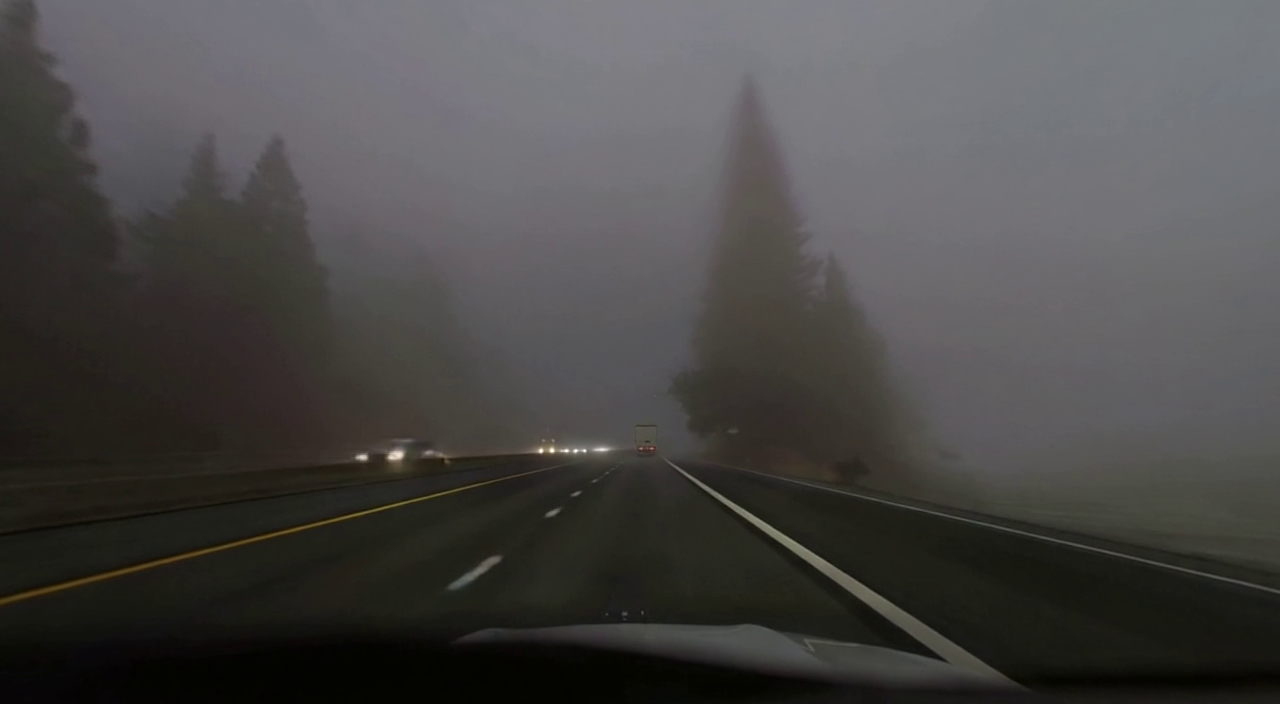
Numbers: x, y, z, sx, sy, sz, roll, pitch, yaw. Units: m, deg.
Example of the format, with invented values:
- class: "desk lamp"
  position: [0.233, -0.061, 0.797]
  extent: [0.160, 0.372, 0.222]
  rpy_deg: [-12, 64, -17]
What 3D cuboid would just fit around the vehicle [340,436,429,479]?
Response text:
- class: "vehicle"
  position: [-11.843, 4.937, 29.680]
  extent: [2.034, 1.856, 4.993]
  rpy_deg: [0, -9, 1]
